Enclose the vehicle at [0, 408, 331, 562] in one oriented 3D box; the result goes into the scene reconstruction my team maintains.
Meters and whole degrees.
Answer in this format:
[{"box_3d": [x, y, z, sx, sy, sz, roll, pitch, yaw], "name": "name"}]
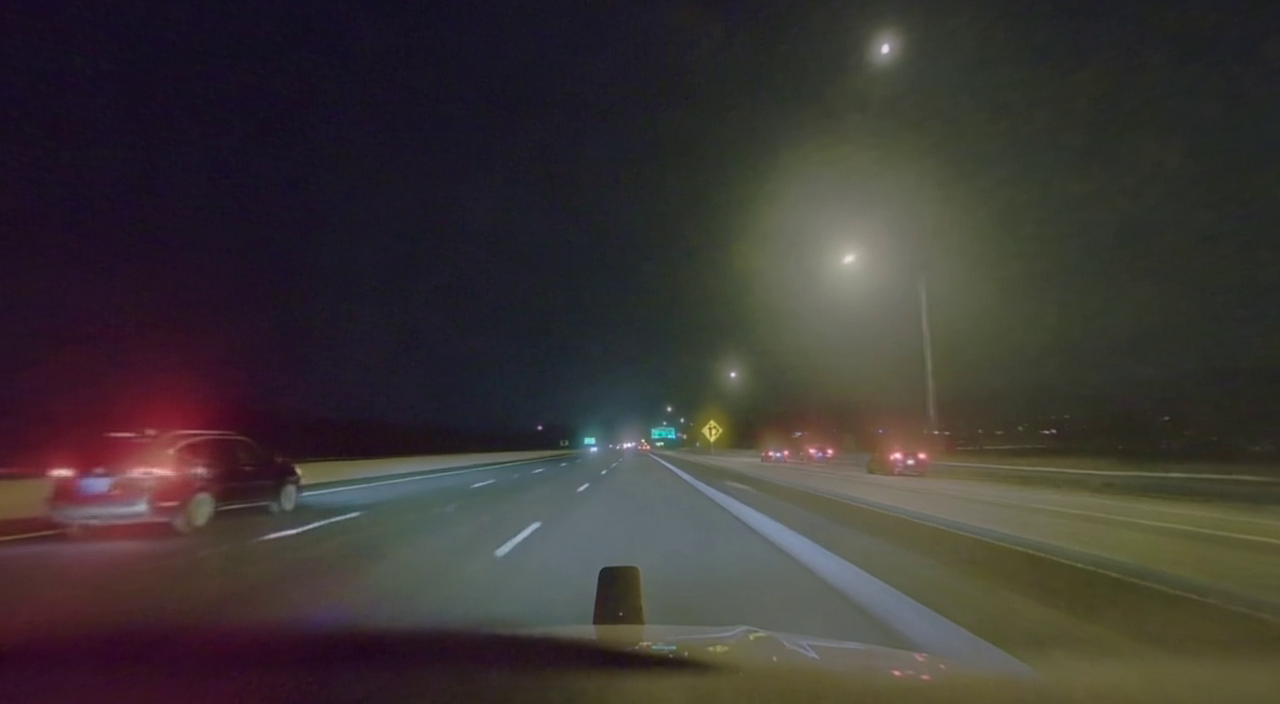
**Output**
[{"box_3d": [-6.881, 1.831, 9.403, 2.109, 1.692, 4.712, 0, -9, 0], "name": "vehicle"}]
